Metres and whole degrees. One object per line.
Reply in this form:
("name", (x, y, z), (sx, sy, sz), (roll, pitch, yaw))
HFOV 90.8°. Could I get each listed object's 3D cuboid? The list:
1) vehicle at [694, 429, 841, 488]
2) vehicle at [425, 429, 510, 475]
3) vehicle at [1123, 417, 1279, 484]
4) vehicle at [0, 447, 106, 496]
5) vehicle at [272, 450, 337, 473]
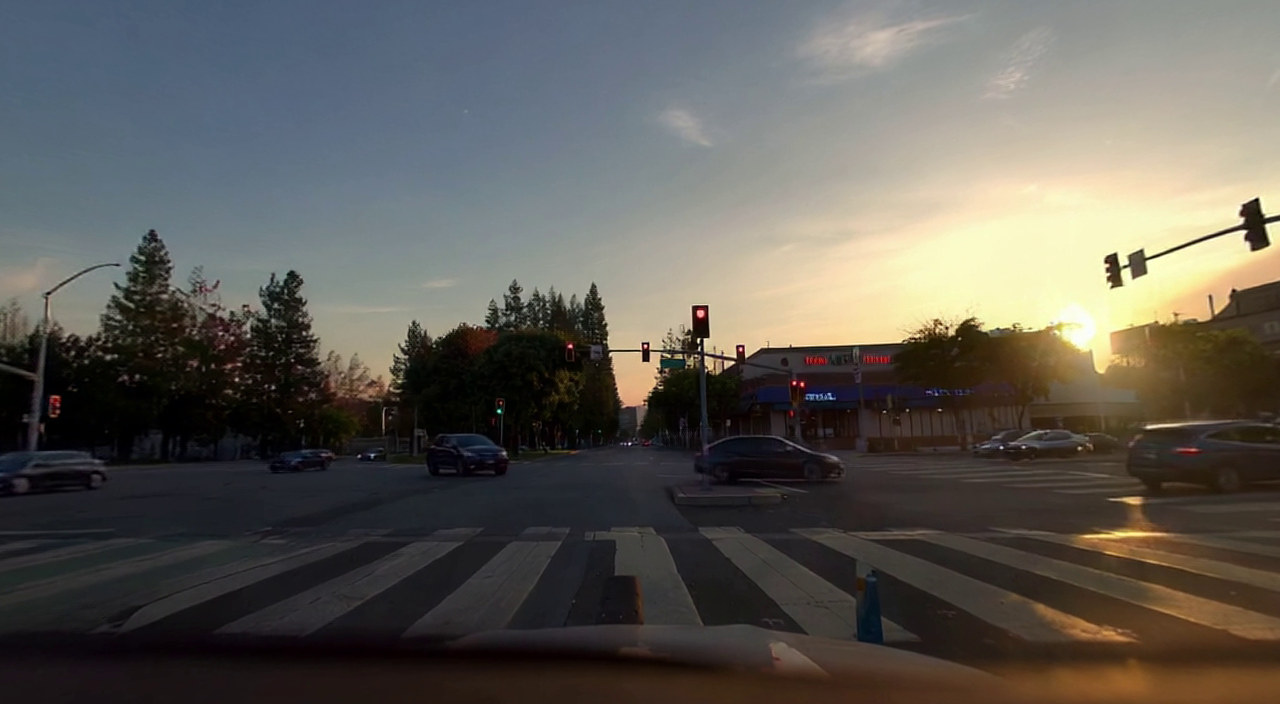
("vehicle", (3.992, 3.286, 19.710), (4.180, 1.678, 1.982), (-3, -9, 20))
("vehicle", (-8.283, 4.707, 29.960), (2.223, 1.972, 5.310), (6, -10, -33))
("vehicle", (17.662, 2.931, 18.874), (4.767, 1.877, 2.017), (0, -9, -3))
("vehicle", (-22.889, 4.383, 23.589), (1.938, 1.676, 4.483), (0, -9, 0))
("vehicle", (-23.103, 7.516, 43.695), (1.909, 1.473, 4.571), (0, -9, 1))
